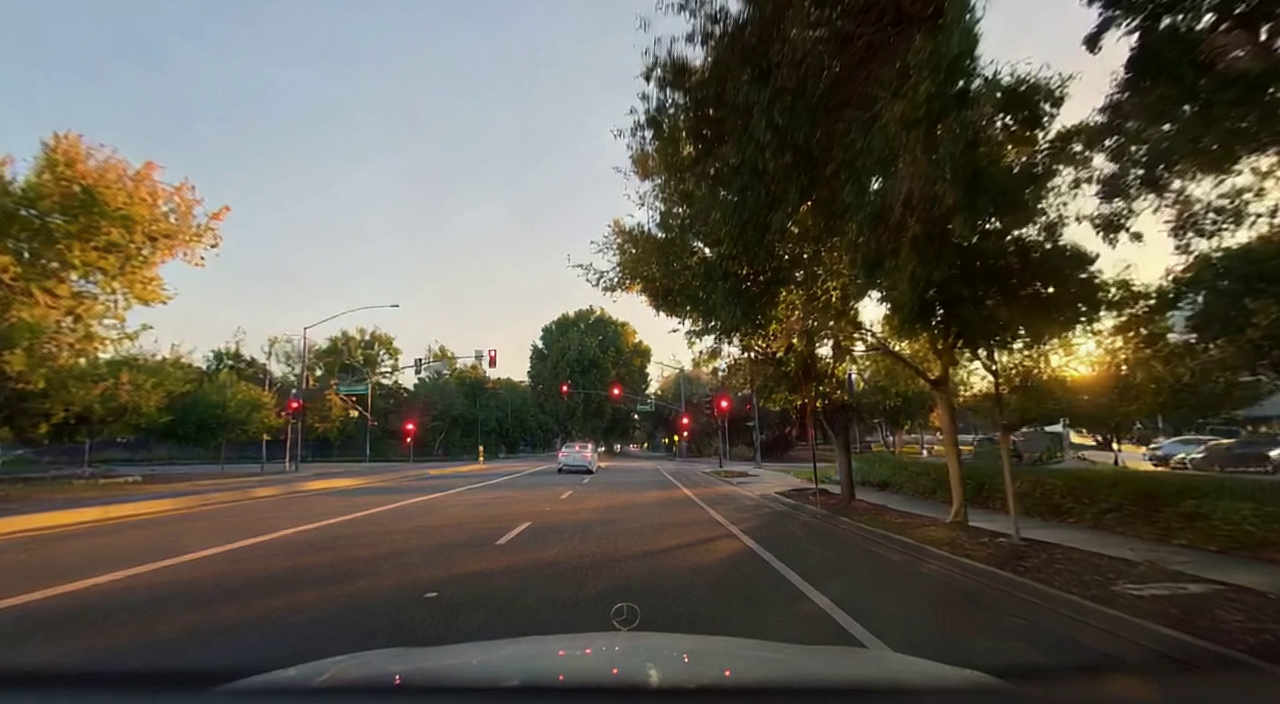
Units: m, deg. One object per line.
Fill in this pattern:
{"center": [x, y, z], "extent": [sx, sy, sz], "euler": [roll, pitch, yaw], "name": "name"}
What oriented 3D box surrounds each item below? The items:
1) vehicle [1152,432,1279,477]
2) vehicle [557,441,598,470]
{"center": [26.661, 4.653, 28.694], "extent": [4.641, 1.714, 2.065], "euler": [-7, -10, 18], "name": "vehicle"}
{"center": [-3.695, 6.200, 38.074], "extent": [2.076, 1.599, 4.483], "euler": [0, -9, -1], "name": "vehicle"}
